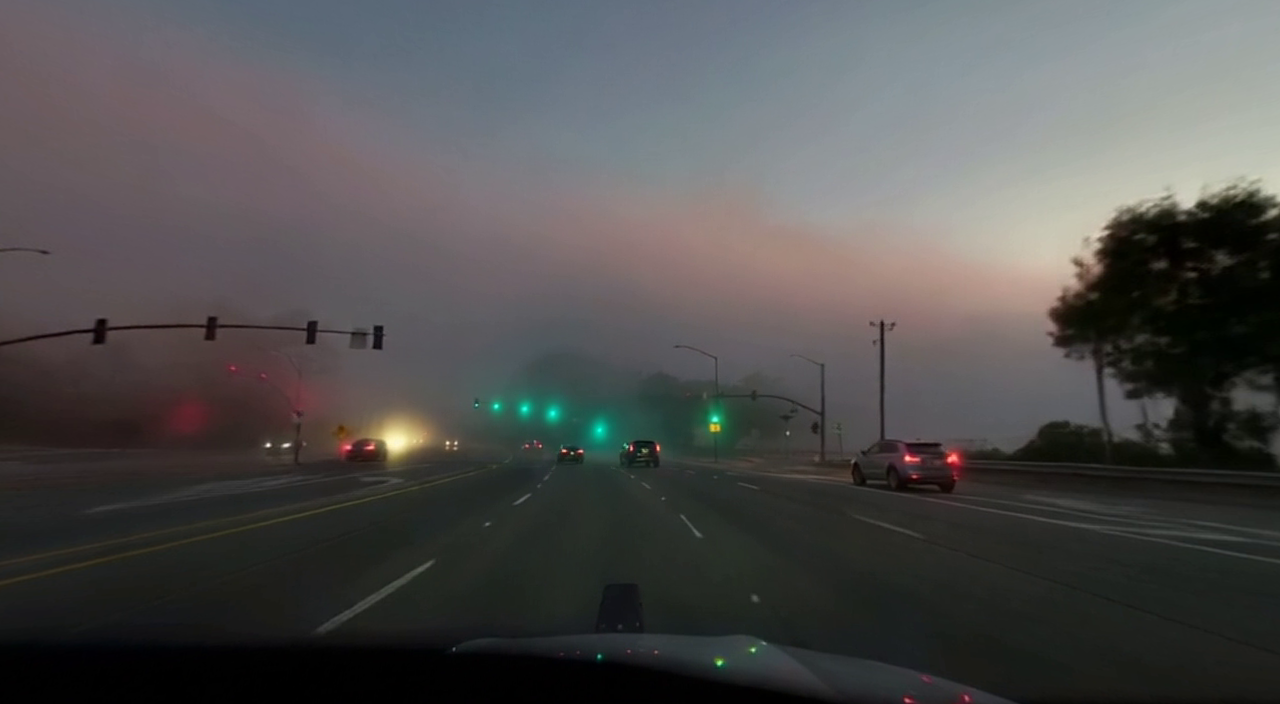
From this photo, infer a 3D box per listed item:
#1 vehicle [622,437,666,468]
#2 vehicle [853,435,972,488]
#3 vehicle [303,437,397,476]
[{"bbox_3d":[0.167,6.006,38.022,2.024,1.724,3.928,1,-9,-8],"label":"vehicle"},{"bbox_3d":[9.865,3.980,23.395,2.130,1.741,4.665,0,-8,-3],"label":"vehicle"},{"bbox_3d":[-13.049,4.724,28.845,2.399,1.624,4.585,1,-8,-4],"label":"vehicle"}]
